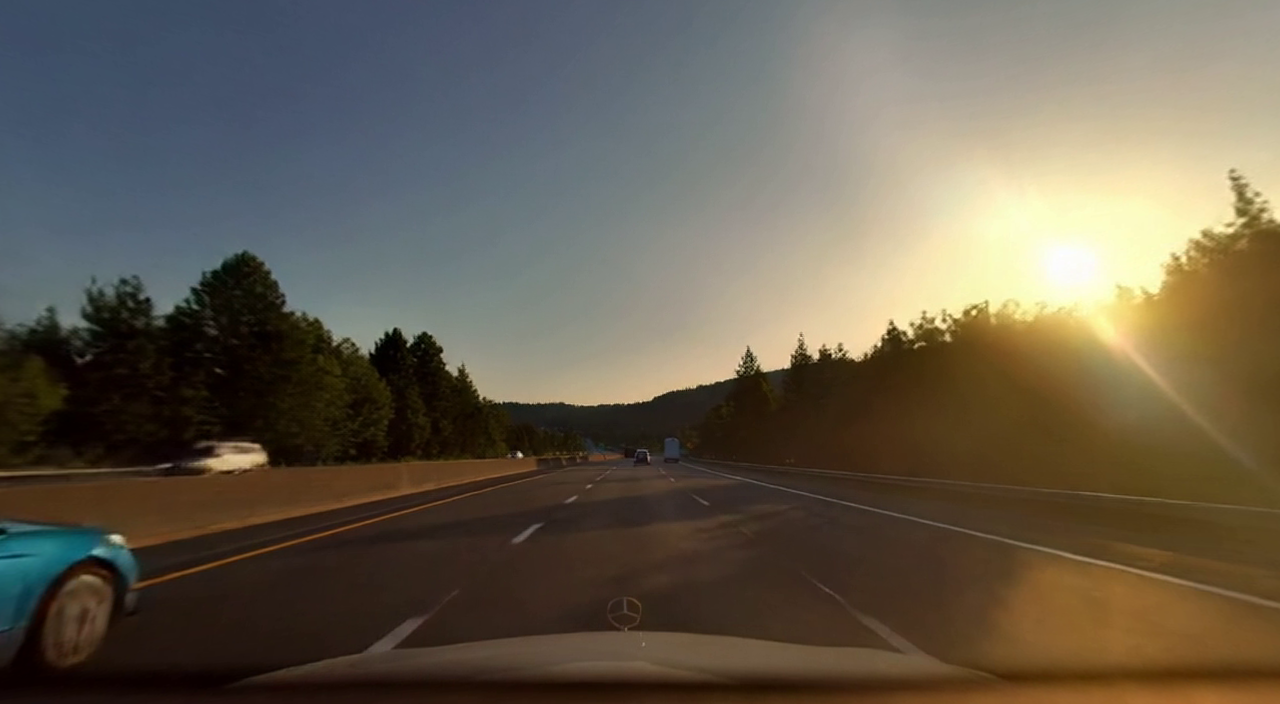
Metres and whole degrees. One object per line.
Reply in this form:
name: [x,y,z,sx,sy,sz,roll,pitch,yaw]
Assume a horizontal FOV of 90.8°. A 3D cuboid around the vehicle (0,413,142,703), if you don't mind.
vehicle: [-4.185,0.913,2.056,1.927,1.530,3.874,0,-9,0]
